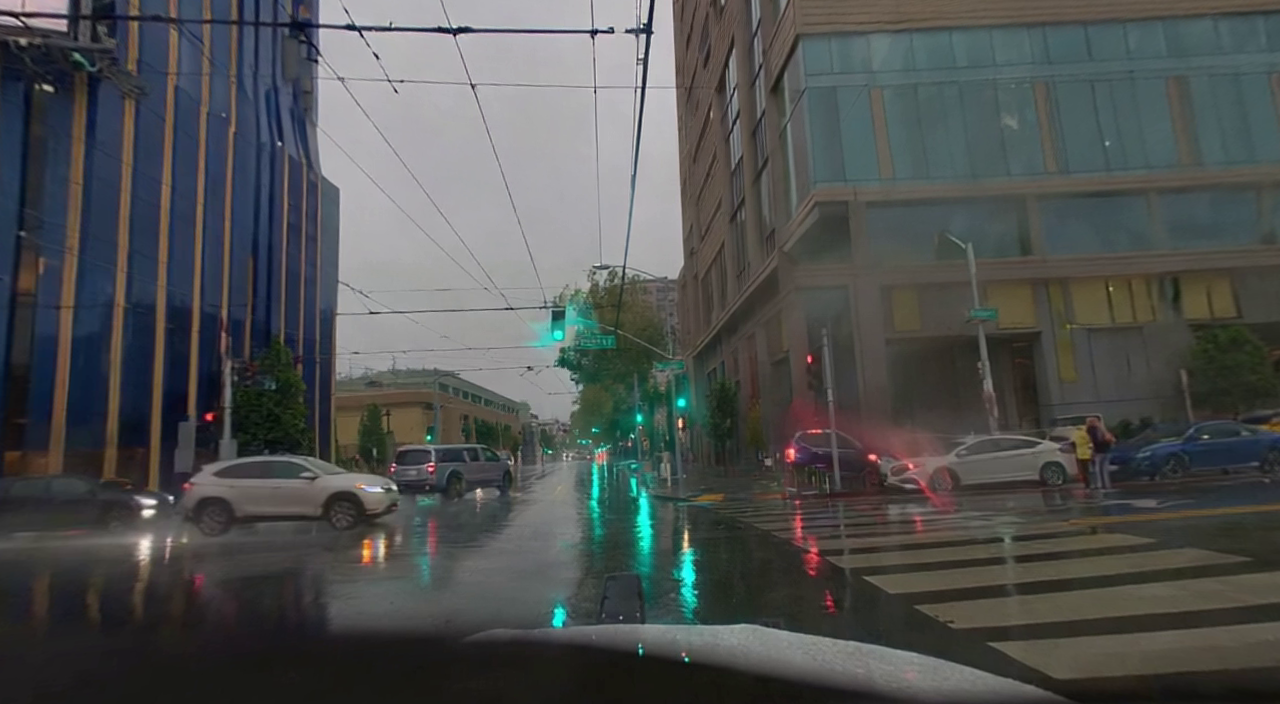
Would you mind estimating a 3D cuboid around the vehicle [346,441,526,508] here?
[{"bbox_3d":[-6.580,3.908,20.819,5.120,1.910,2.137,7,-11,-41],"label":"vehicle"}]

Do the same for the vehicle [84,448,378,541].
[{"bbox_3d":[-8.269,2.895,13.286,4.629,1.696,2.098,1,-9,-6],"label":"vehicle"}]

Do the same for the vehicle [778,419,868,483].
[{"bbox_3d":[7.548,4.082,26.628,2.316,2.425,4.466,1,-7,-2],"label":"vehicle"}]

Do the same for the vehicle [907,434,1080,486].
[{"bbox_3d":[11.411,3.493,20.543,4.697,1.510,1.596,0,-9,-4],"label":"vehicle"}]

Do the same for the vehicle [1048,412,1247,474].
[{"bbox_3d":[16.776,3.026,21.066,4.944,1.946,1.952,0,-8,-3],"label":"vehicle"}]
